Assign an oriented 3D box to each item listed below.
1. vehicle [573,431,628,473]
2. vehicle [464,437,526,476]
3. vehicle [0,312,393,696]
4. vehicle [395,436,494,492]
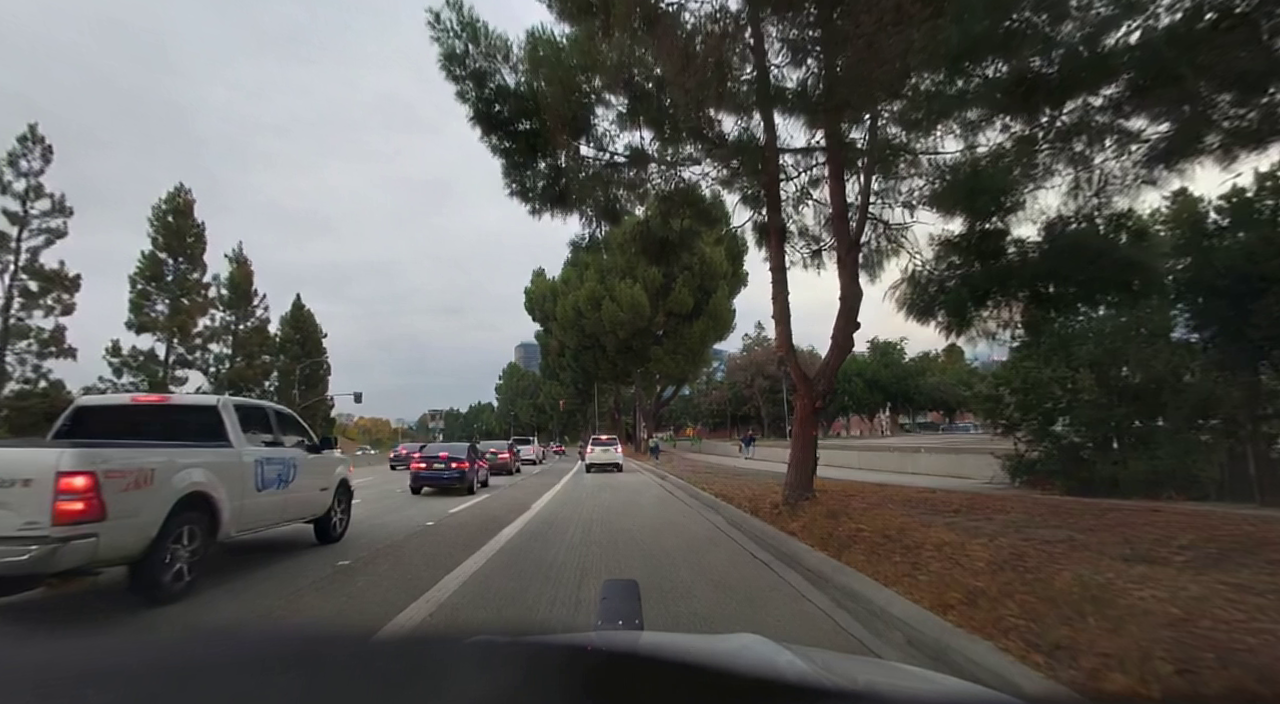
[{"bbox_3d":[-1.885,4.690,29.756,2.368,1.829,4.293,0,-9,-4],"label":"vehicle"},{"bbox_3d":[-6.655,4.834,29.435,2.010,1.674,4.484,0,-9,-3],"label":"vehicle"},{"bbox_3d":[-5.104,1.275,6.361,2.860,2.090,6.593,0,-9,-3],"label":"vehicle"},{"bbox_3d":[-6.193,3.595,20.577,2.069,1.616,4.108,0,-9,-3],"label":"vehicle"}]
